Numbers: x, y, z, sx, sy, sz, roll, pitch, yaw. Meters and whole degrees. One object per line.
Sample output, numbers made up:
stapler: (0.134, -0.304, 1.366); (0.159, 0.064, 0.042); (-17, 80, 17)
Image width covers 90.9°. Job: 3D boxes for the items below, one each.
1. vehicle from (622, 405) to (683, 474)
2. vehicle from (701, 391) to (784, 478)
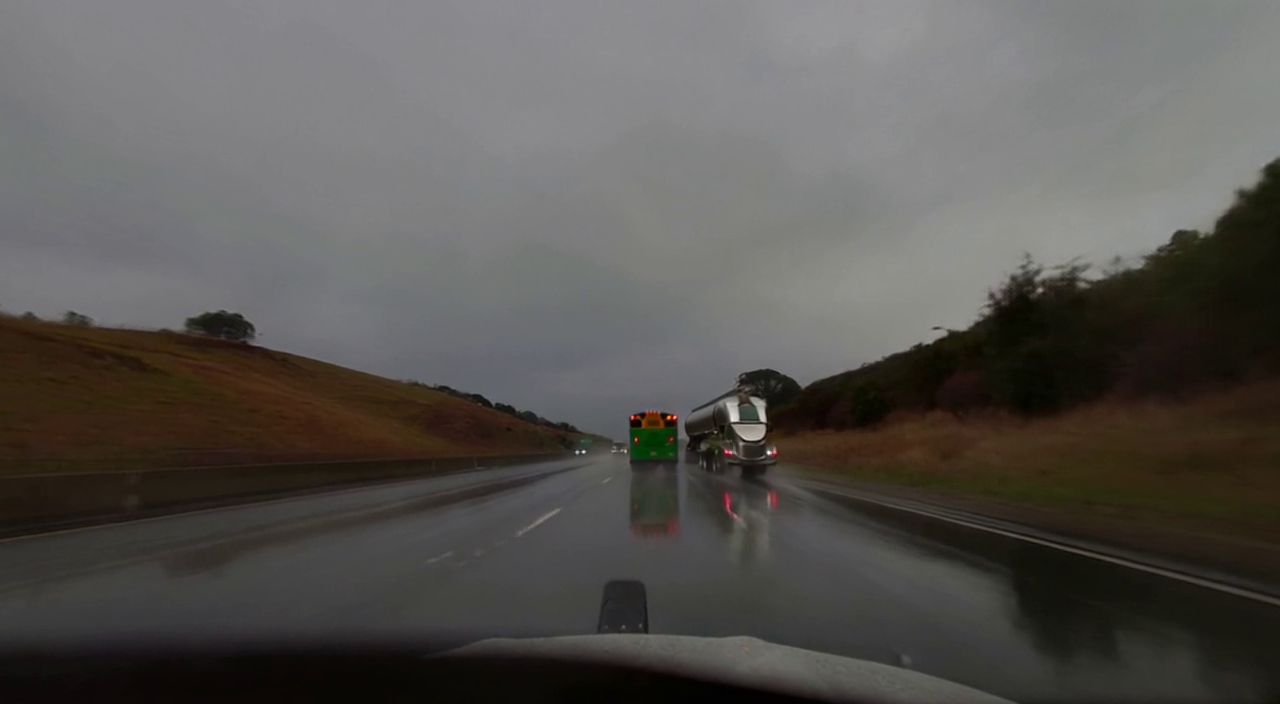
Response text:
vehicle: (0.710, 4.970, 35.583); (2.948, 3.265, 10.569); (0, -8, 1)
vehicle: (4.717, 4.013, 30.503); (2.716, 3.705, 7.018); (0, -8, 0)
